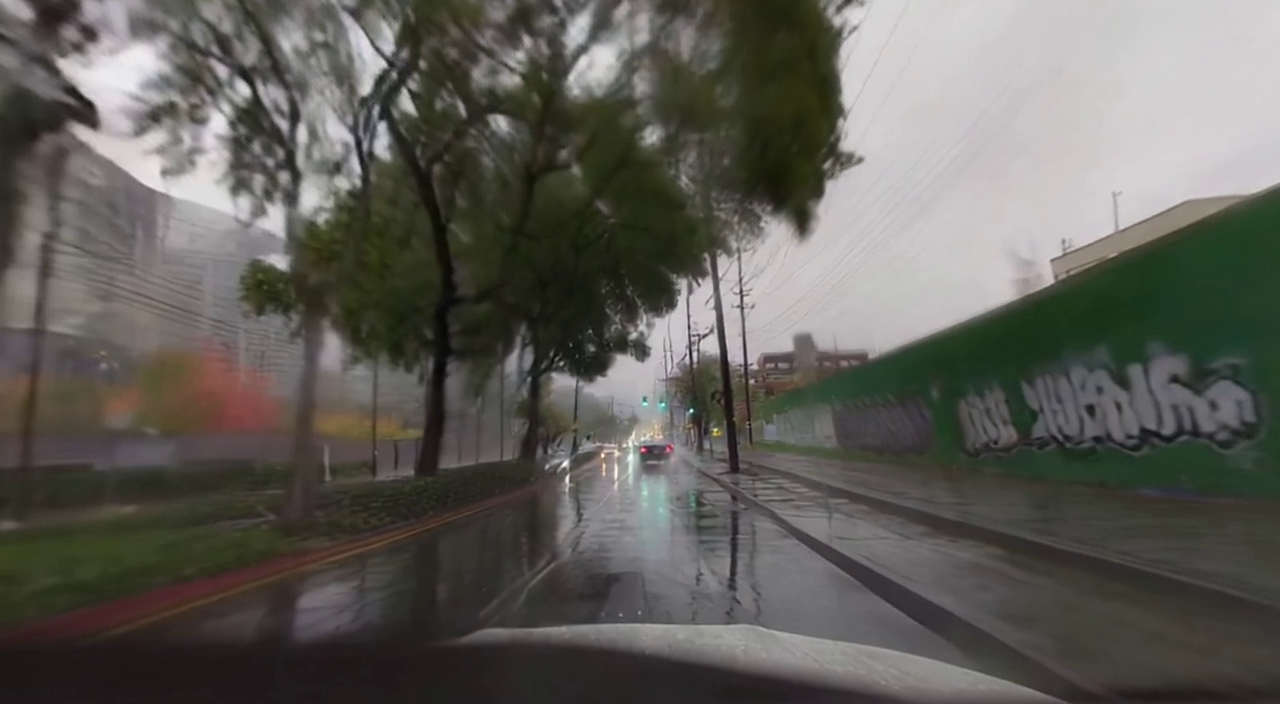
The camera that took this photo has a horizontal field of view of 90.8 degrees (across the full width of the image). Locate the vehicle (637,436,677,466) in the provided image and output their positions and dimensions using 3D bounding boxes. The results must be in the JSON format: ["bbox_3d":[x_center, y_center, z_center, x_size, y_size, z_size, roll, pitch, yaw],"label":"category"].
[{"bbox_3d":[0.989,5.528,35.398,2.105,1.611,3.750,-1,-8,3],"label":"vehicle"}]
